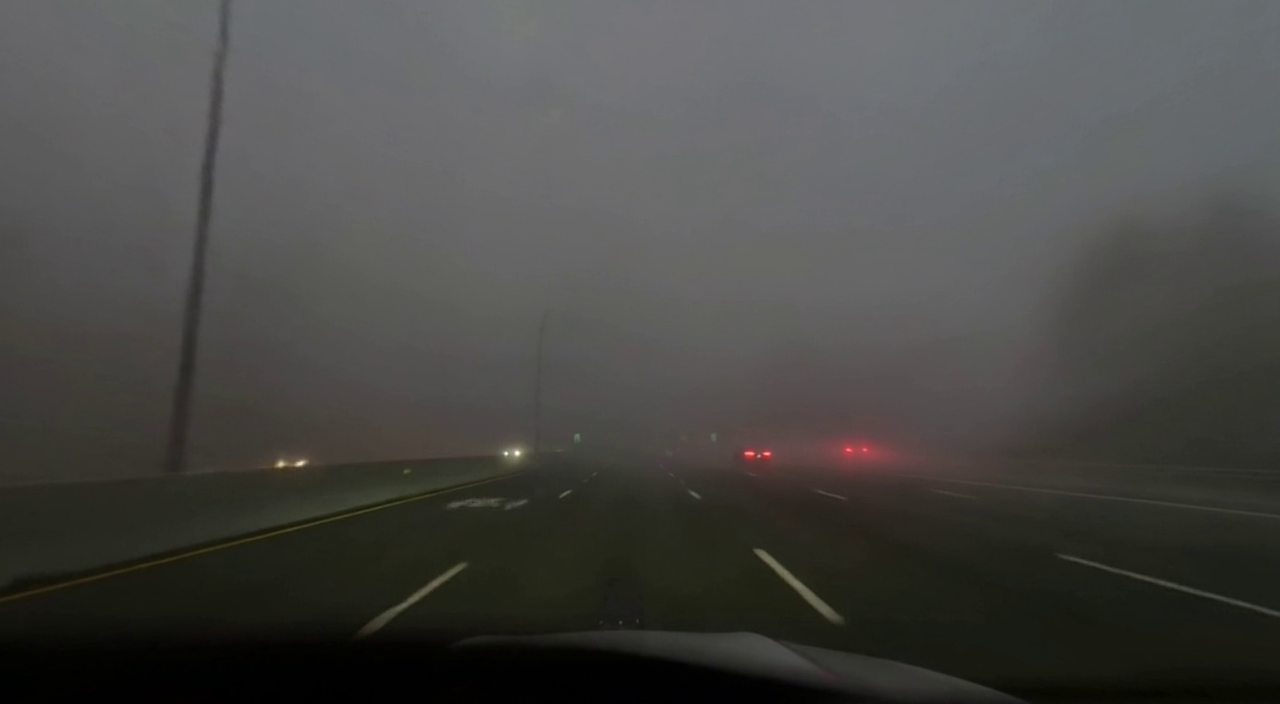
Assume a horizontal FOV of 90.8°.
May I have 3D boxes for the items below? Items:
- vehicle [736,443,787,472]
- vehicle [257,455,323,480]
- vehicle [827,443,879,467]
[{"bbox_3d":[6.765,5.912,35.557,2.038,1.528,3.910,0,-9,-1],"label":"vehicle"},{"bbox_3d":[-22.023,7.271,39.963,1.714,1.388,4.329,0,-8,0],"label":"vehicle"},{"bbox_3d":[14.675,7.103,43.719,2.025,1.595,4.268,0,-9,-1],"label":"vehicle"}]
